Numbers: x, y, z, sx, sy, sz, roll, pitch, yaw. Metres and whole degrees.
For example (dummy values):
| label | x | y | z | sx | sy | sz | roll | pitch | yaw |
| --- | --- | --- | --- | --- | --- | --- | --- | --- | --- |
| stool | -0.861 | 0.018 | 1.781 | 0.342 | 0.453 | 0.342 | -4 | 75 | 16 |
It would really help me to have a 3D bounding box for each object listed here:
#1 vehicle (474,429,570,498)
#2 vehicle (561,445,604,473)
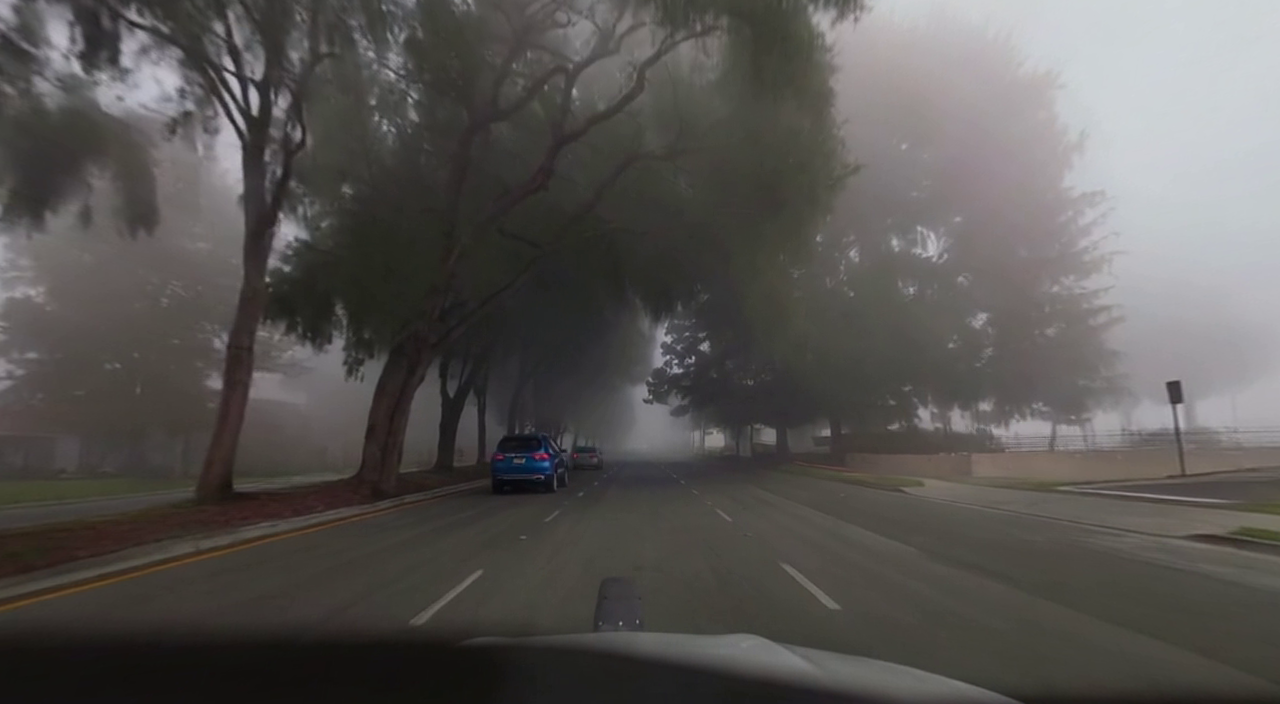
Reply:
| label | x | y | z | sx | sy | sz | roll | pitch | yaw |
| --- | --- | --- | --- | --- | --- | --- | --- | --- | --- |
| vehicle | -3.369 | 3.297 | 19.014 | 2.042 | 1.817 | 4.364 | 0 | -9 | 0 |
| vehicle | -3.158 | 5.998 | 35.597 | 2.069 | 1.470 | 4.601 | 0 | -9 | 0 |
